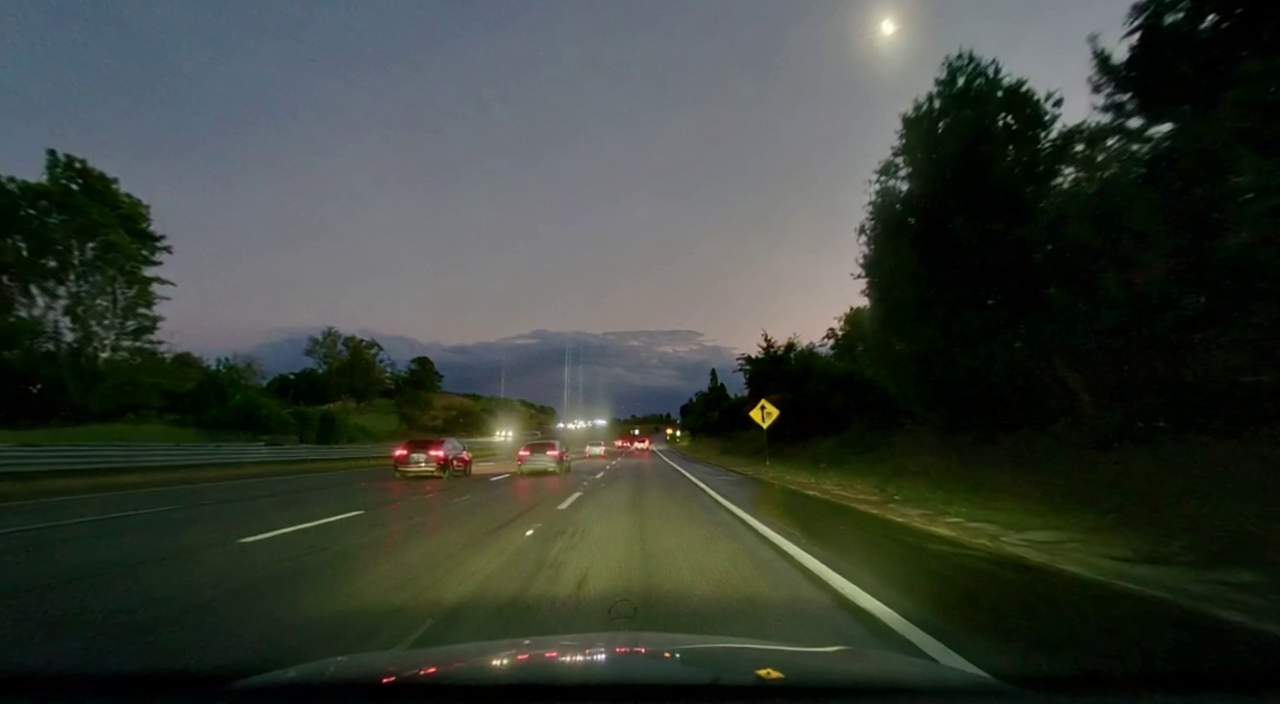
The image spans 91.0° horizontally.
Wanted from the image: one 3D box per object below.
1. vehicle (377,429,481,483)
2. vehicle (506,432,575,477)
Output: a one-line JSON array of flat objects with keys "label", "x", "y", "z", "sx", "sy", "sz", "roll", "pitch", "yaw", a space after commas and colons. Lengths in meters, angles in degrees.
[{"label": "vehicle", "x": -7.377, "y": 3.698, "z": 22.571, "sx": 2.108, "sy": 1.686, "sz": 4.556, "roll": 0, "pitch": -9, "yaw": 1}, {"label": "vehicle", "x": -4.003, "y": 4.230, "z": 26.067, "sx": 2.035, "sy": 1.673, "sz": 4.469, "roll": 0, "pitch": -9, "yaw": 1}]
